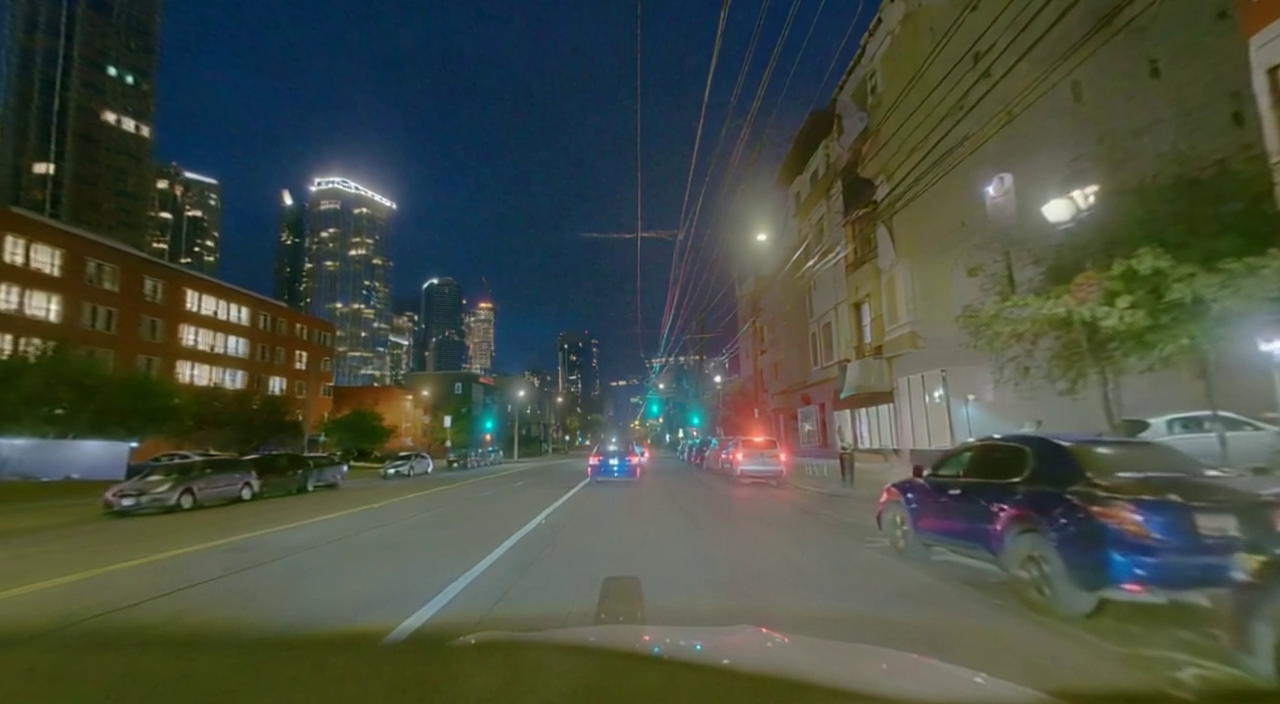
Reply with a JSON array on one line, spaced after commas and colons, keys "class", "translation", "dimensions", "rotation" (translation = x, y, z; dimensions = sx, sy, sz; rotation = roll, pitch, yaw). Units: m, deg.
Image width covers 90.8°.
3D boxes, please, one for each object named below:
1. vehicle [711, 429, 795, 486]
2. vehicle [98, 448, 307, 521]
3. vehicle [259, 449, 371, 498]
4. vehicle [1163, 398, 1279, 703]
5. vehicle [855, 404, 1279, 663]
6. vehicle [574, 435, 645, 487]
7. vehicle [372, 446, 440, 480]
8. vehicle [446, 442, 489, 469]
[{"class": "vehicle", "translation": [3.705, 3.533, 21.476], "dimensions": [1.967, 1.721, 4.410], "rotation": [0, -8, -1]}, {"class": "vehicle", "translation": [-11.993, 3.616, 17.969], "dimensions": [2.242, 1.534, 5.414], "rotation": [-4, -8, -2]}, {"class": "vehicle", "translation": [-12.025, 4.478, 23.801], "dimensions": [1.850, 1.487, 4.711], "rotation": [-3, -8, -1]}, {"class": "vehicle", "translation": [3.970, 0.783, 1.374], "dimensions": [1.941, 1.575, 4.315], "rotation": [0, -8, 0]}, {"class": "vehicle", "translation": [4.064, 1.485, 6.400], "dimensions": [1.938, 1.570, 4.872], "rotation": [1, -8, -2]}, {"class": "vehicle", "translation": [-0.869, 3.417, 20.264], "dimensions": [2.019, 1.453, 4.603], "rotation": [0, -8, 0]}, {"class": "vehicle", "translation": [-12.057, 5.715, 32.830], "dimensions": [1.868, 1.491, 4.367], "rotation": [-4, -8, 1]}, {"class": "vehicle", "translation": [-12.147, 7.301, 44.753], "dimensions": [2.011, 1.687, 4.079], "rotation": [-2, -8, -2]}]
